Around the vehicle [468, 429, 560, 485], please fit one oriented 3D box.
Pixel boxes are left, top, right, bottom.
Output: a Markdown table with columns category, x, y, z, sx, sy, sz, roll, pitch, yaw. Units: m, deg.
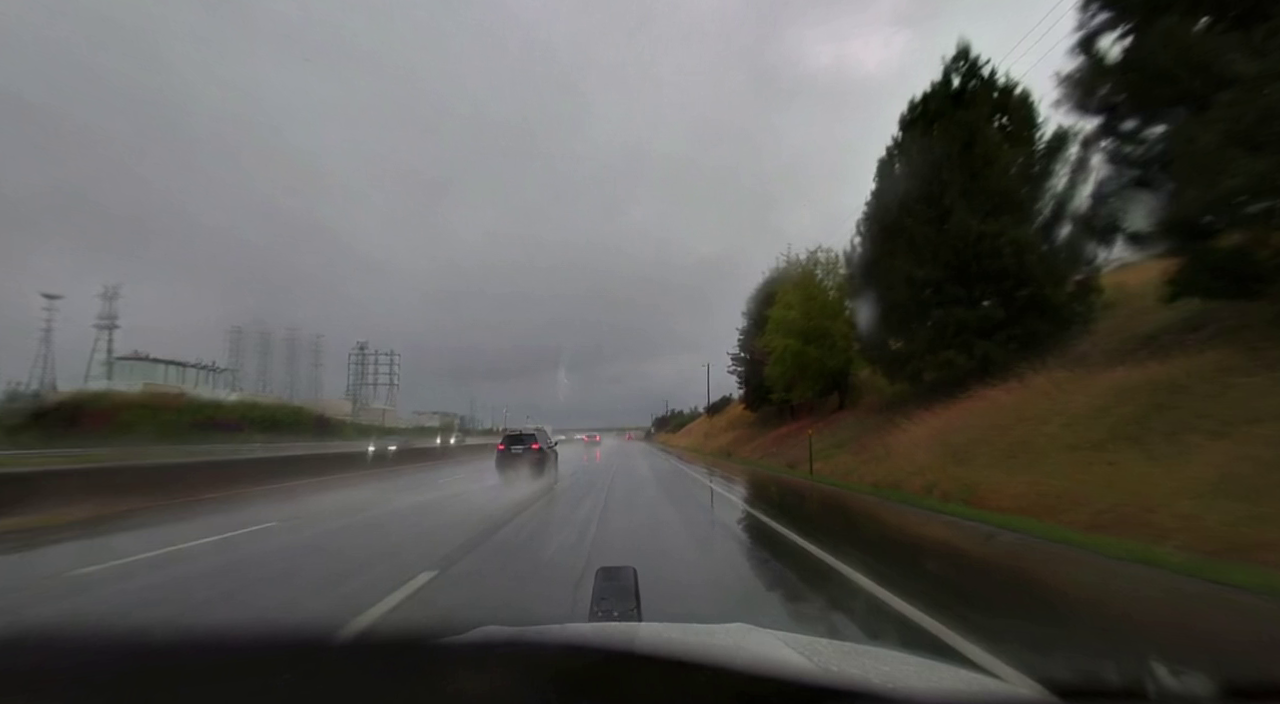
| category | x | y | z | sx | sy | sz | roll | pitch | yaw |
| --- | --- | --- | --- | --- | --- | --- | --- | --- | --- |
| vehicle | -3.606 | 3.060 | 18.763 | 1.952 | 1.462 | 3.969 | 0 | -8 | 0 |

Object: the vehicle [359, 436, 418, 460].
| category | x | y | z | sx | sy | sz | roll | pitch | yaw |
| --- | --- | --- | --- | --- | --- | --- | --- | --- | --- |
| vehicle | -15.955 | 6.082 | 40.215 | 1.888 | 1.445 | 4.482 | 0 | -8 | 0 |
